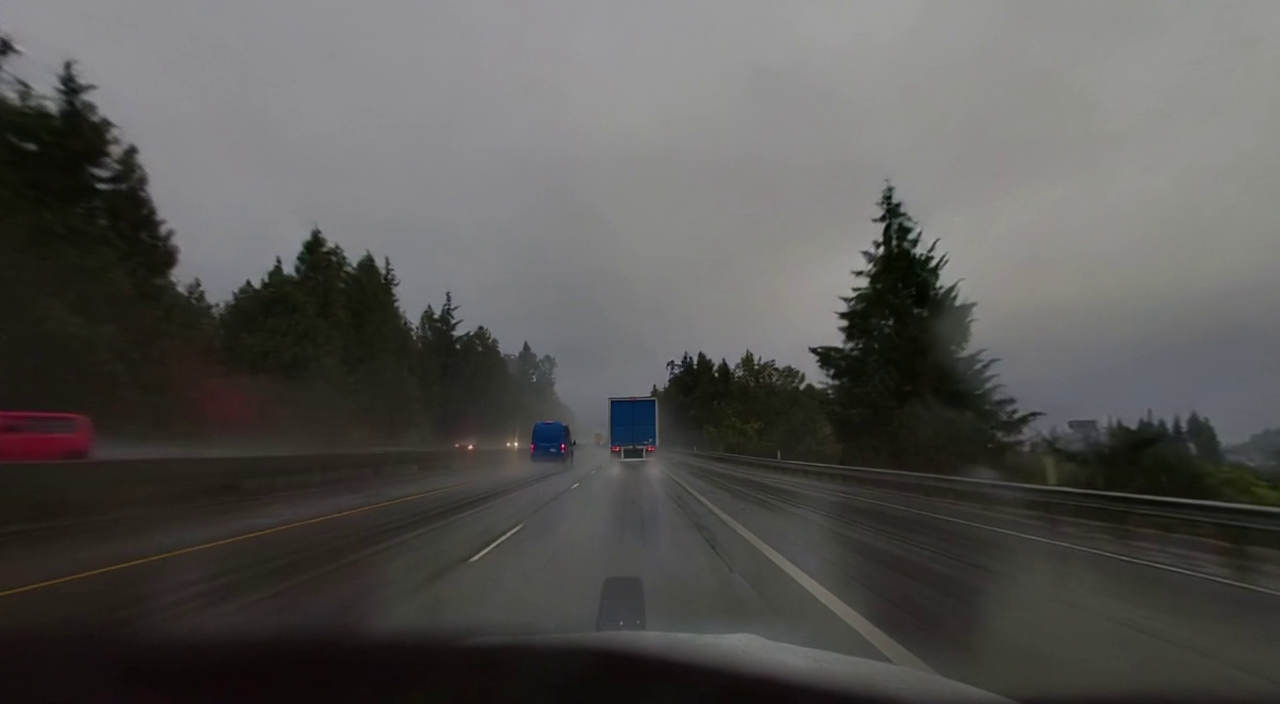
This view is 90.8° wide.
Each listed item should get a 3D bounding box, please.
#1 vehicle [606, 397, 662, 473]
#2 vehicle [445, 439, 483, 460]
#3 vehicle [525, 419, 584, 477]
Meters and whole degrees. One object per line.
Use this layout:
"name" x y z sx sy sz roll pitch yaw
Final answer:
"vehicle" -0.359 5.230 38.935 2.995 4.036 10.311 0 -9 0
"vehicle" -13.558 7.544 48.809 1.729 1.572 4.411 0 -9 0
"vehicle" -4.459 5.208 34.162 2.357 2.786 6.144 0 -9 0
